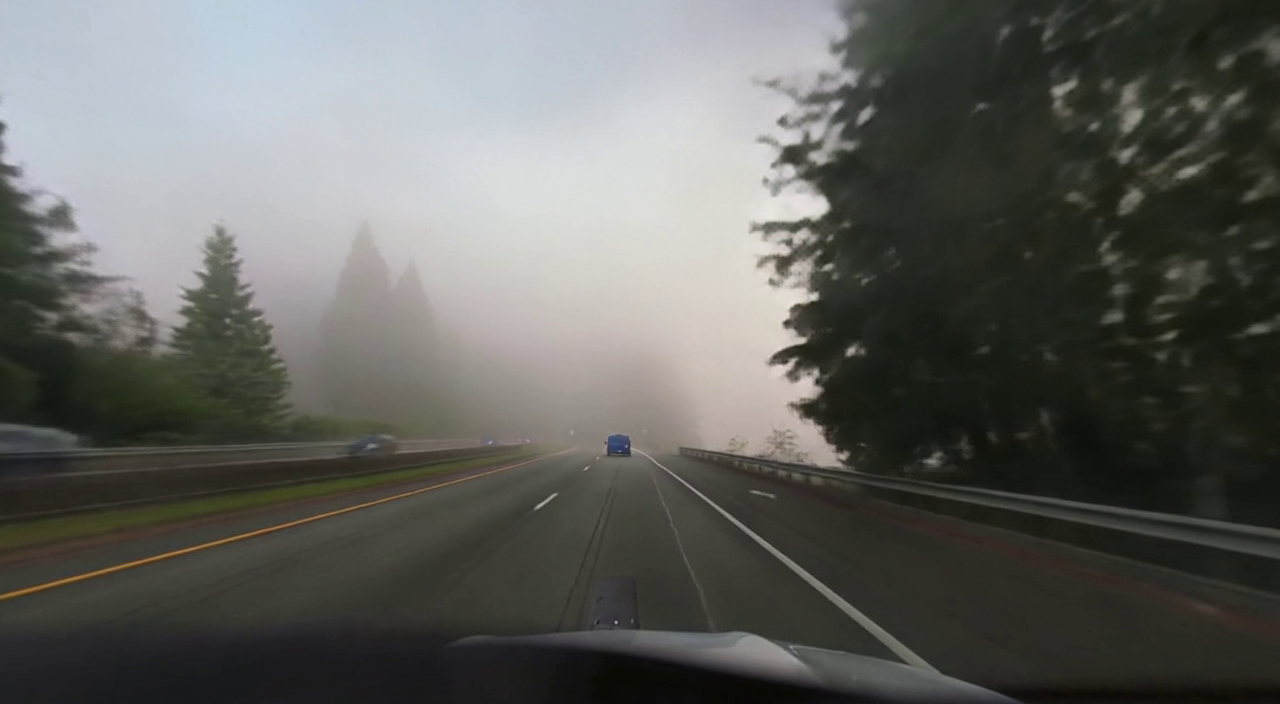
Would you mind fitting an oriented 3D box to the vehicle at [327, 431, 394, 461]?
[{"bbox_3d":[-16.068,5.425,36.408,1.890,1.588,4.437,0,-8,-1],"label":"vehicle"}]

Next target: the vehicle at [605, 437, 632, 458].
[{"bbox_3d":[-1.703,7.496,49.630,2.004,1.515,3.968,0,-8,-3],"label":"vehicle"}]
